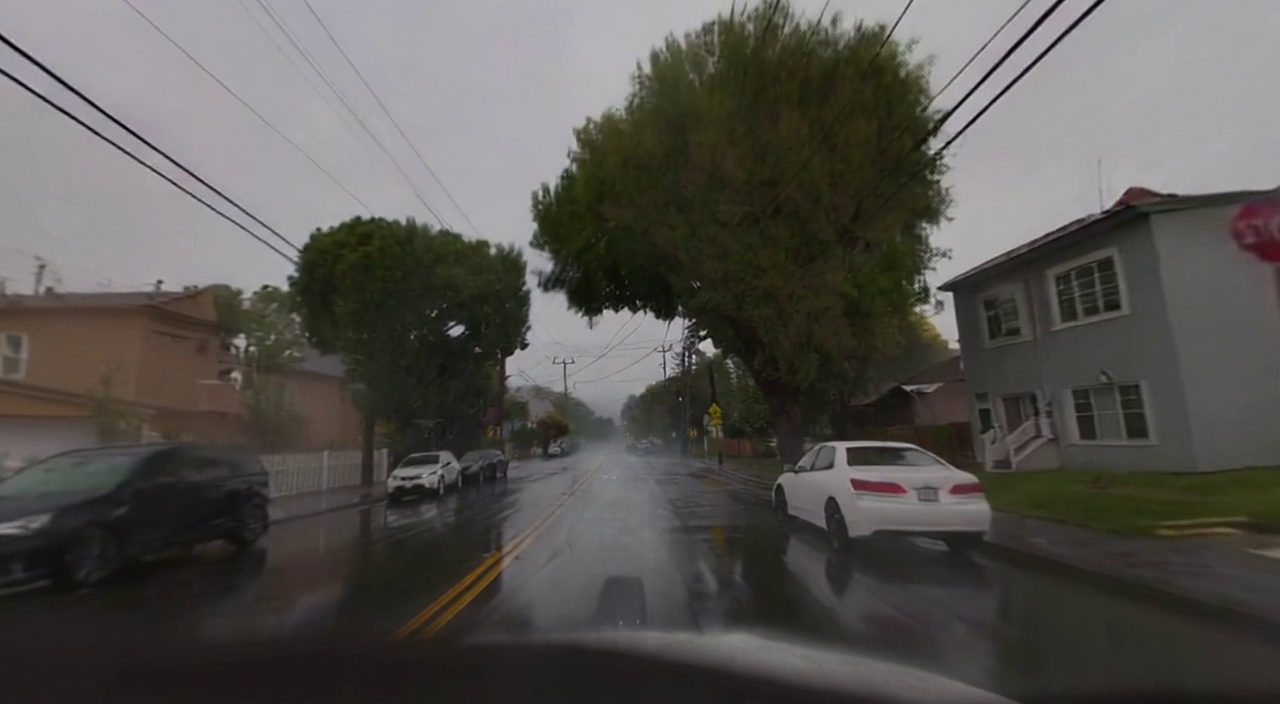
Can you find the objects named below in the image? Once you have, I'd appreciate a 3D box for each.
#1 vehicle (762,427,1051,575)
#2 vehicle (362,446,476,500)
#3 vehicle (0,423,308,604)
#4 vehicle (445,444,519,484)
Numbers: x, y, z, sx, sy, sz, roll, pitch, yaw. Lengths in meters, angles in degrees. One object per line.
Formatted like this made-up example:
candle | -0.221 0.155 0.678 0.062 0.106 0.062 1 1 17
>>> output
vehicle | 3.353 1.985 9.453 1.963 1.536 5.446 0 -9 0
vehicle | -6.845 3.770 20.184 2.056 1.481 4.451 0 -9 0
vehicle | -6.567 1.884 8.360 1.896 1.703 4.586 0 -9 -1
vehicle | -6.616 4.728 26.922 2.026 1.560 4.062 0 -9 1
